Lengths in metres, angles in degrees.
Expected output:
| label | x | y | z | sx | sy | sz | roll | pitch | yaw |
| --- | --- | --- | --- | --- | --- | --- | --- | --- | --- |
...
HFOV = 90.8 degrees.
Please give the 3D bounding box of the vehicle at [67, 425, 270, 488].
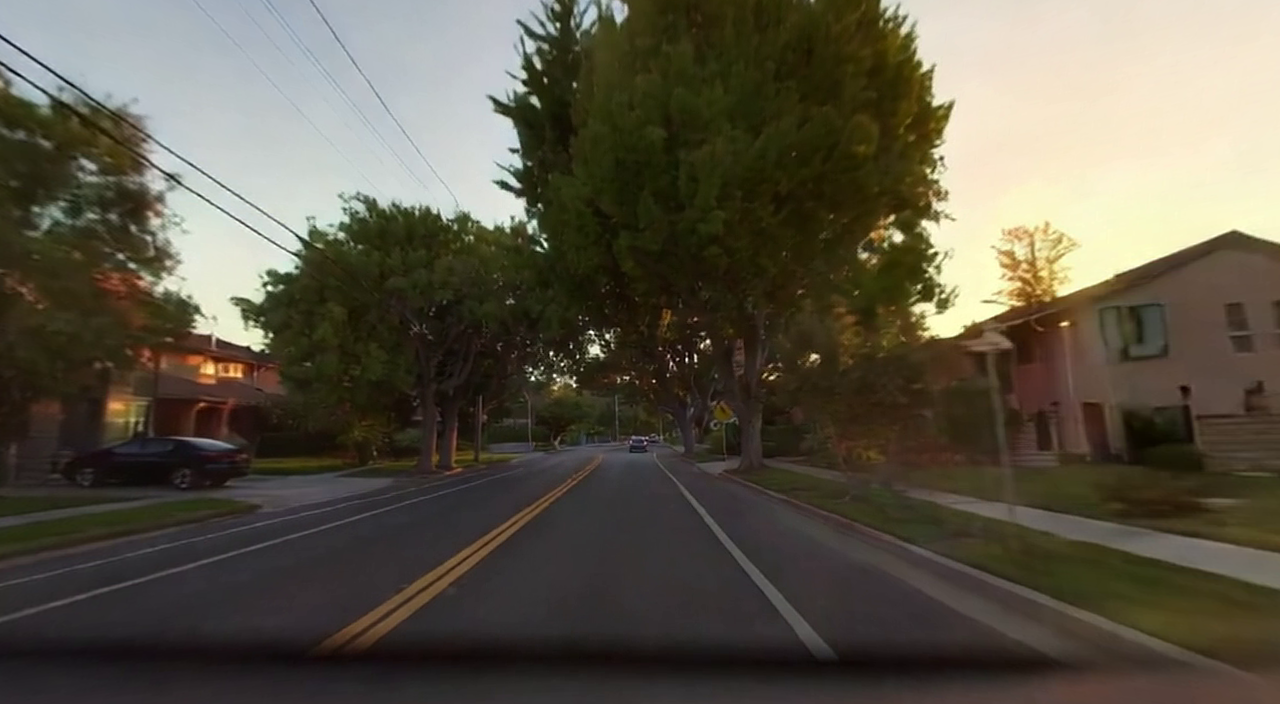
| label | x | y | z | sx | sy | sz | roll | pitch | yaw |
| --- | --- | --- | --- | --- | --- | --- | --- | --- | --- |
| vehicle | -14.771 | 3.298 | 20.074 | 4.662 | 1.832 | 2.063 | 1 | -8 | -5 |
